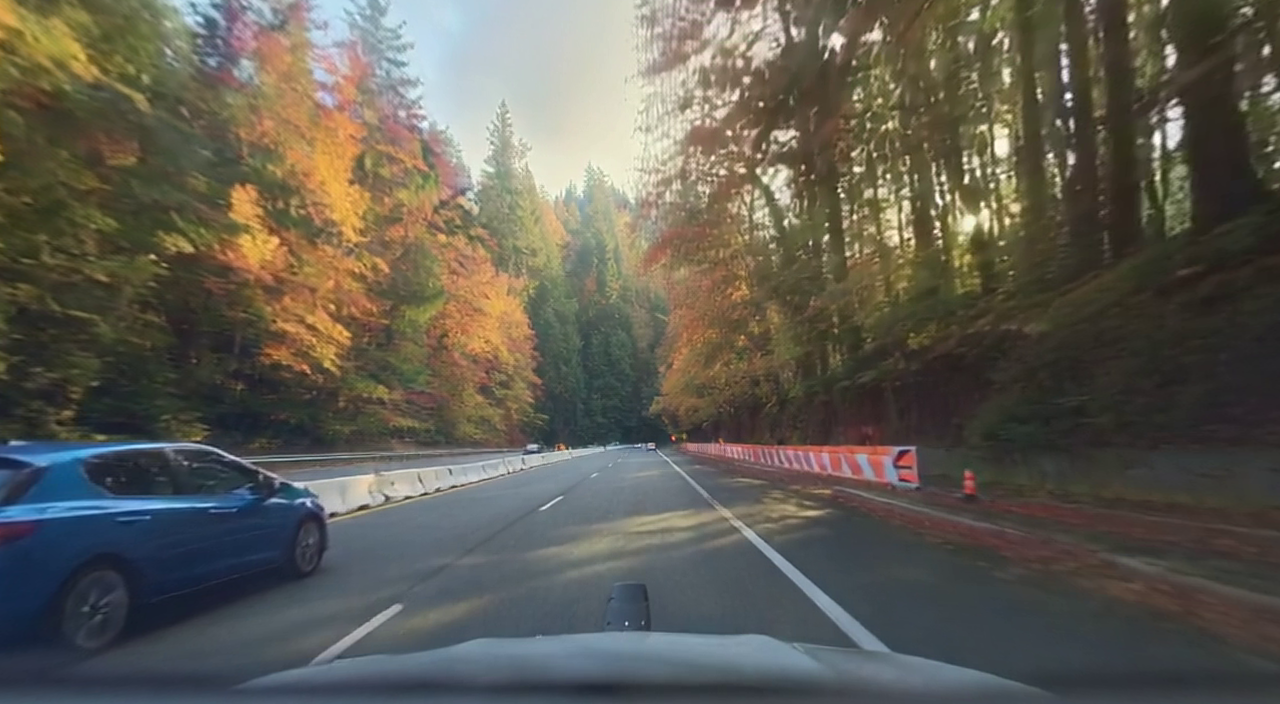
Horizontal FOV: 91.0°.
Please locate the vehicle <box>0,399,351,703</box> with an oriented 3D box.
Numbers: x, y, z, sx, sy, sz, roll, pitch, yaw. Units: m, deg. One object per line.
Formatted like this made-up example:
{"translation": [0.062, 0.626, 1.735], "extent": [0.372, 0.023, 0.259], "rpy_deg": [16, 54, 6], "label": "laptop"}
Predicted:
{"translation": [-3.846, 1.157, 4.112], "extent": [1.902, 1.505, 4.016], "rpy_deg": [0, -8, 1], "label": "vehicle"}
